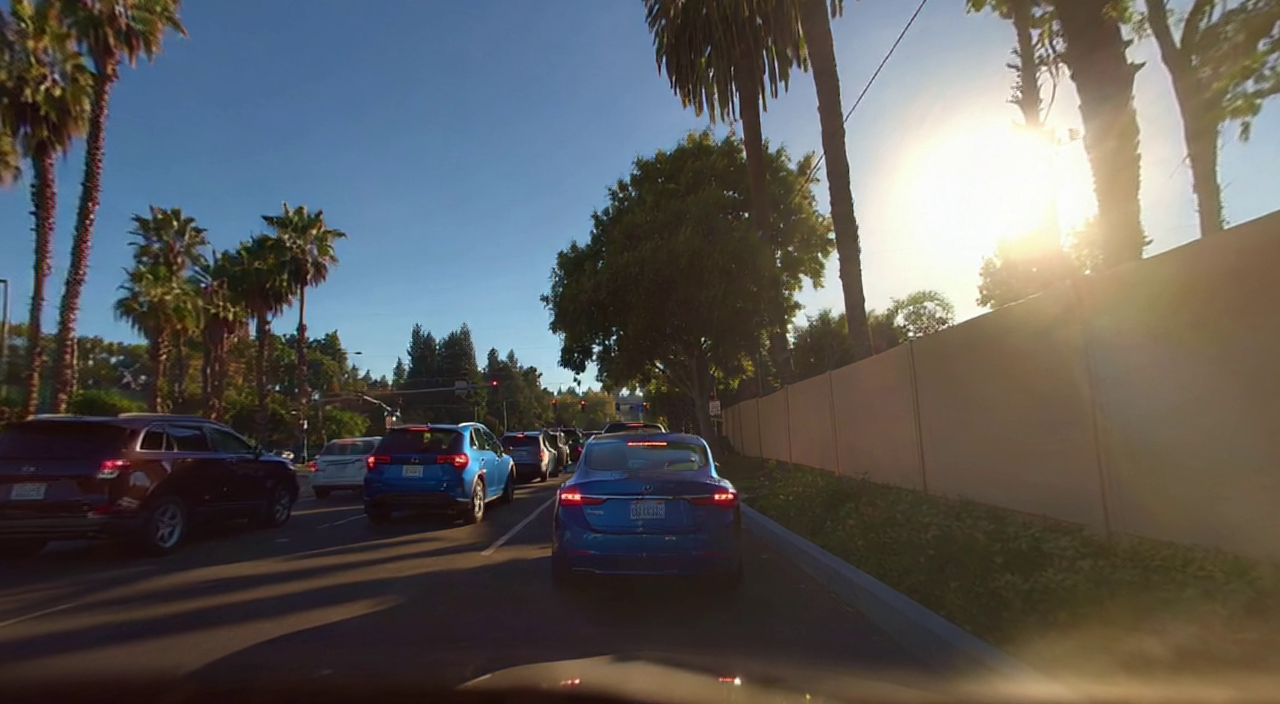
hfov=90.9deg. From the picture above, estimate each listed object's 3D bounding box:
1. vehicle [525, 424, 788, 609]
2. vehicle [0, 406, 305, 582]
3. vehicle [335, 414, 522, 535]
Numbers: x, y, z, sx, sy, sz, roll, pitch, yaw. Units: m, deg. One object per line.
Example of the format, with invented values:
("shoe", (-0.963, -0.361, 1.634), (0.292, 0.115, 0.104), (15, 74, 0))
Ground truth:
("vehicle", (0.066, 1.650, 7.316), (2.128, 1.473, 4.272), (0, -8, -2))
("vehicle", (-6.680, 1.725, 8.477), (1.963, 1.721, 4.467), (0, -8, -2))
("vehicle", (-3.484, 2.097, 11.354), (2.007, 1.746, 4.136), (0, -8, -1))
